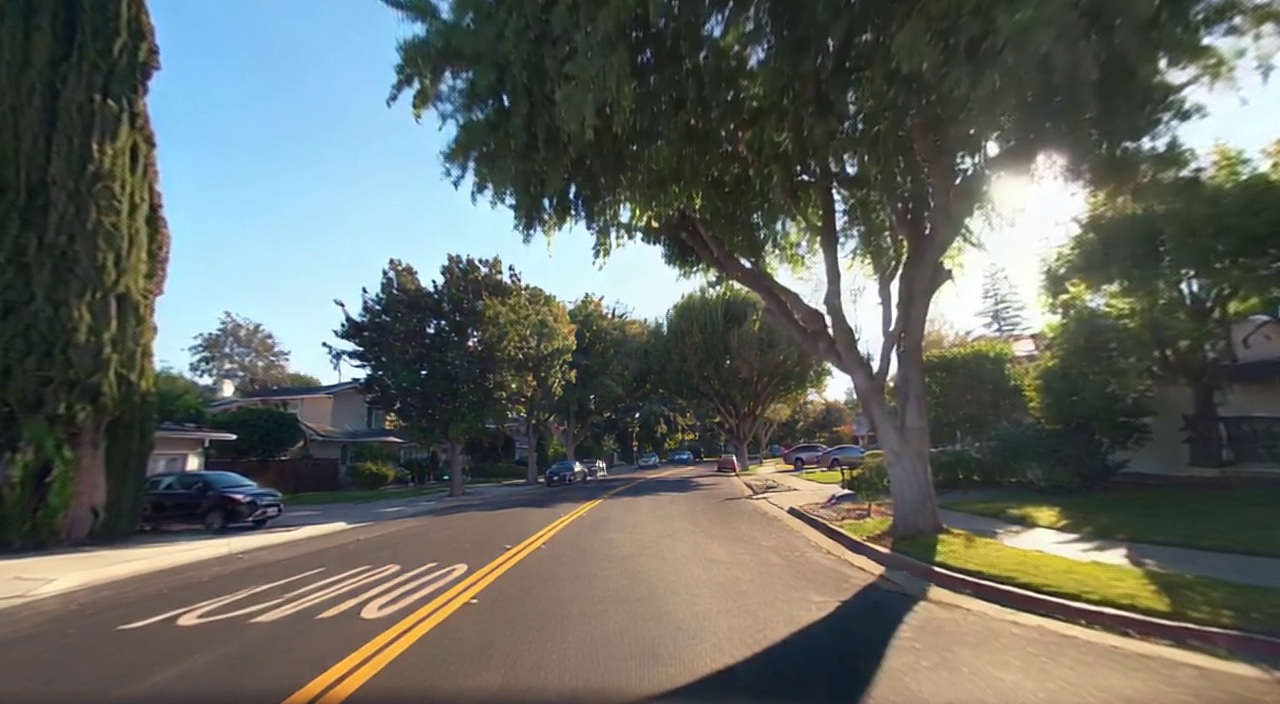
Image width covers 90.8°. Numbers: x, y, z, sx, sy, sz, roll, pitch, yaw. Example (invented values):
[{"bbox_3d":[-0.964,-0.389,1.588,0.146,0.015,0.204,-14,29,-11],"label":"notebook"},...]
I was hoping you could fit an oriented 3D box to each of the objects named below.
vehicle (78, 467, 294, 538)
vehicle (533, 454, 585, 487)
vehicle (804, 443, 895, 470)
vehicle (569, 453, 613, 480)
[{"bbox_3d":[-10.585,3.473,14.855,3.947,1.442,1.858,-2,-9,12],"label":"vehicle"},{"bbox_3d":[-4.423,6.658,35.154,1.886,1.494,4.149,-2,-14,7],"label":"vehicle"},{"bbox_3d":[12.327,6.168,37.425,4.744,1.507,1.953,-1,-8,4],"label":"vehicle"},{"bbox_3d":[-3.200,7.740,42.332,1.972,1.536,4.347,-2,-14,8],"label":"vehicle"}]
